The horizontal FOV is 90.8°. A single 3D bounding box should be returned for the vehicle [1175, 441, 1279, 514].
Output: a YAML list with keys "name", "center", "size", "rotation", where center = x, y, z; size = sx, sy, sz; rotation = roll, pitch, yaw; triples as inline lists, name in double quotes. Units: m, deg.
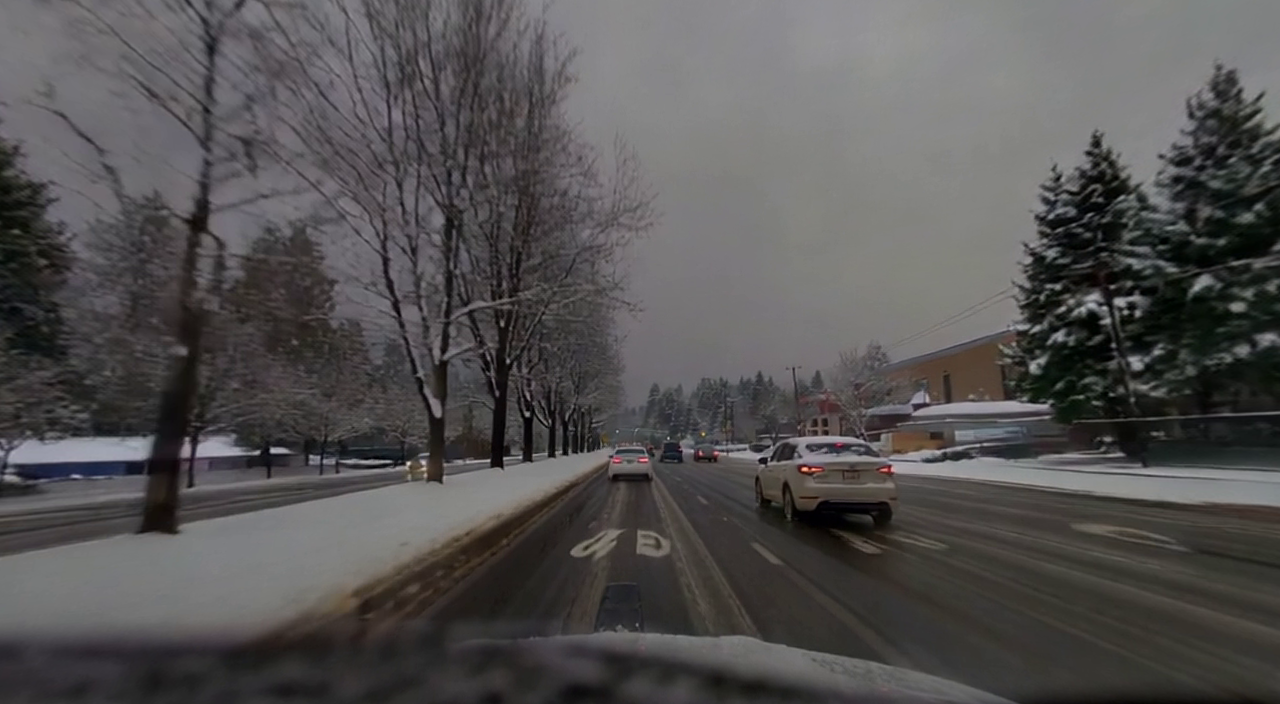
- name: "vehicle"
  center: [14.502, 2.629, 13.166]
  size: [2.049, 1.521, 5.277]
  rotation: [0, -9, 0]

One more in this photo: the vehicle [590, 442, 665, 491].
- name: "vehicle"
  center: [-0.391, 3.845, 21.522]
  size: [2.289, 1.471, 4.477]
  rotation: [0, -9, -1]

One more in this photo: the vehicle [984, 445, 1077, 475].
- name: "vehicle"
  center: [20.788, 5.745, 33.937]
  size: [1.890, 1.445, 4.805]
  rotation: [0, -9, -1]

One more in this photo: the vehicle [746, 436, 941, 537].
- name: "vehicle"
  center: [3.405, 2.337, 11.640]
  size: [2.094, 1.480, 4.323]
  rotation: [0, -9, -1]

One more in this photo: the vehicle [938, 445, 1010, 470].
- name: "vehicle"
  center: [20.787, 6.571, 39.577]
  size: [1.890, 1.455, 4.592]
  rotation: [1, -9, -2]
